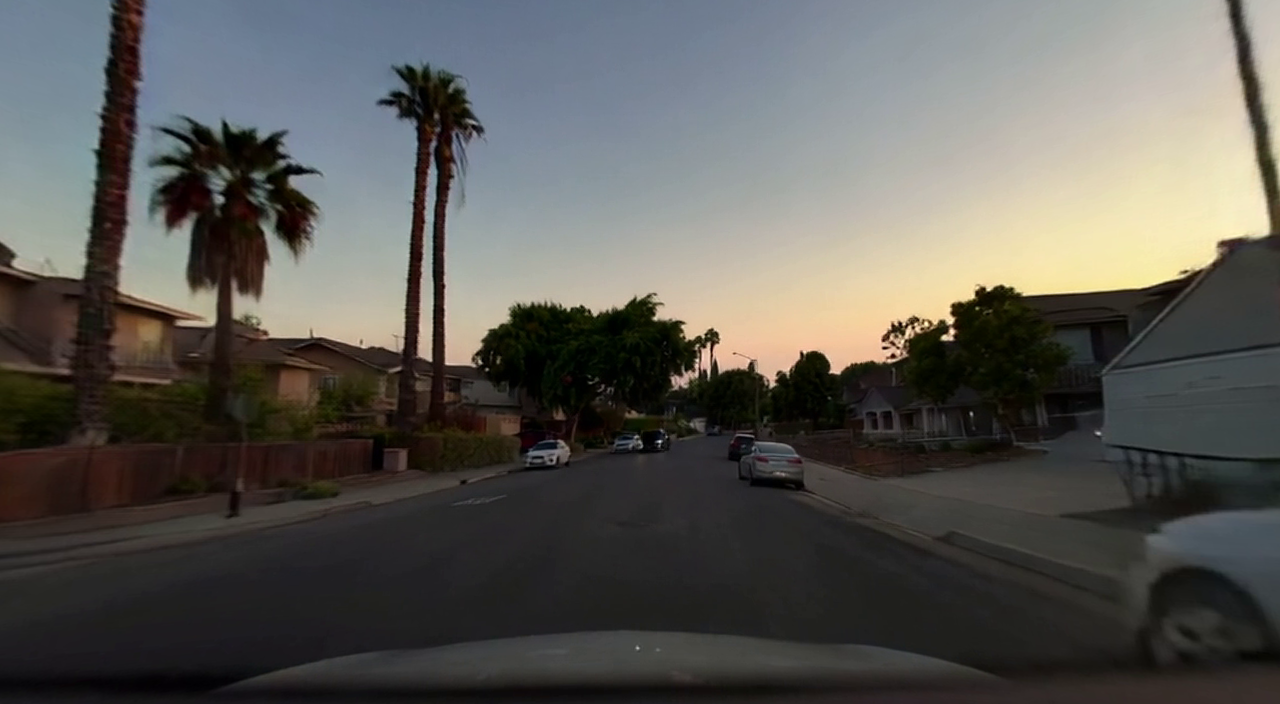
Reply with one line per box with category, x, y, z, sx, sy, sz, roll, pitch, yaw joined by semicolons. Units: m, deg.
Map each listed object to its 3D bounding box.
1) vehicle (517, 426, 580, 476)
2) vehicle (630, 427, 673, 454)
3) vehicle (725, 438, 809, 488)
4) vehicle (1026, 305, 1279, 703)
vehicle;-4.869;5.491;34.364;2.053;1.713;4.850;-3;-21;7
vehicle;0.898;6.469;45.906;2.305;1.781;4.834;-2;-8;11
vehicle;4.028;3.569;20.643;1.942;1.465;4.123;0;-8;1
vehicle;3.436;0.589;1.156;2.197;1.816;4.845;0;-8;-3
